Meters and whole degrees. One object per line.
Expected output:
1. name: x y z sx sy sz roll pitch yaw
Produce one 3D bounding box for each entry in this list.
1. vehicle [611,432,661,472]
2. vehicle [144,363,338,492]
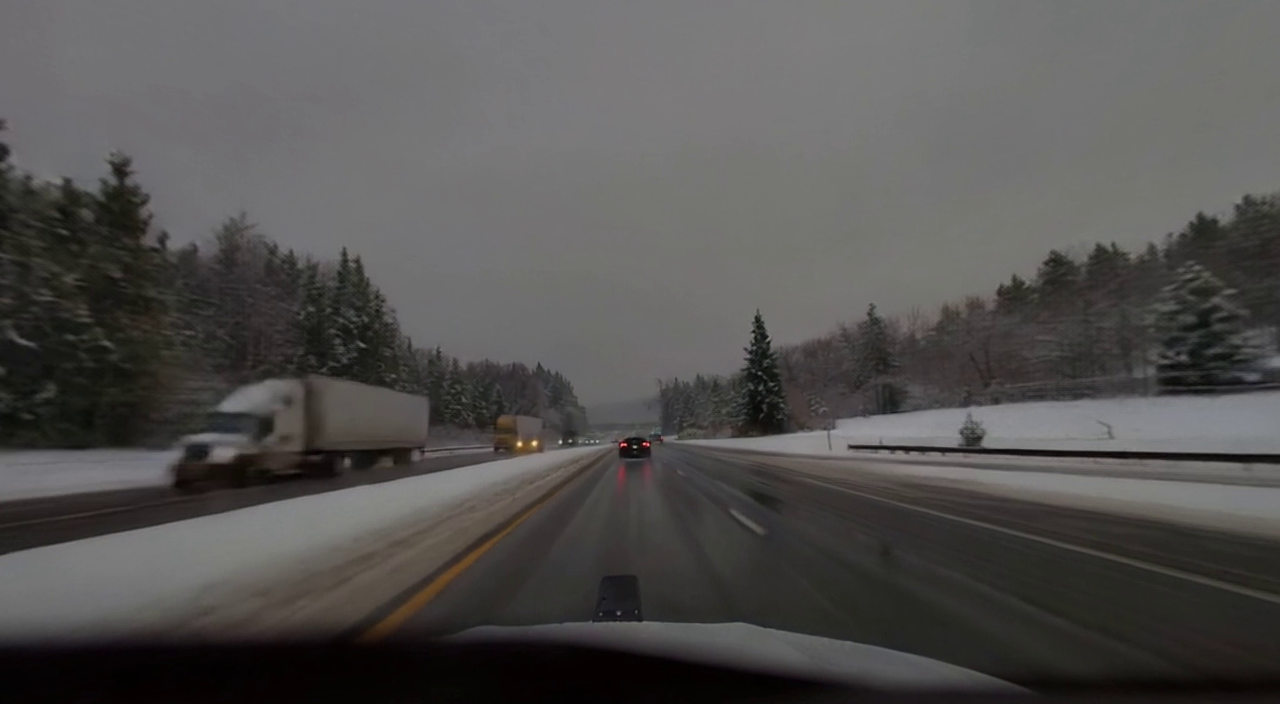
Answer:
1. vehicle: -0.201 4.048 25.702 1.897 1.479 3.724 0 -8 -2
2. vehicle: -13.820 2.729 22.525 3.024 3.983 5.858 0 -8 -1
